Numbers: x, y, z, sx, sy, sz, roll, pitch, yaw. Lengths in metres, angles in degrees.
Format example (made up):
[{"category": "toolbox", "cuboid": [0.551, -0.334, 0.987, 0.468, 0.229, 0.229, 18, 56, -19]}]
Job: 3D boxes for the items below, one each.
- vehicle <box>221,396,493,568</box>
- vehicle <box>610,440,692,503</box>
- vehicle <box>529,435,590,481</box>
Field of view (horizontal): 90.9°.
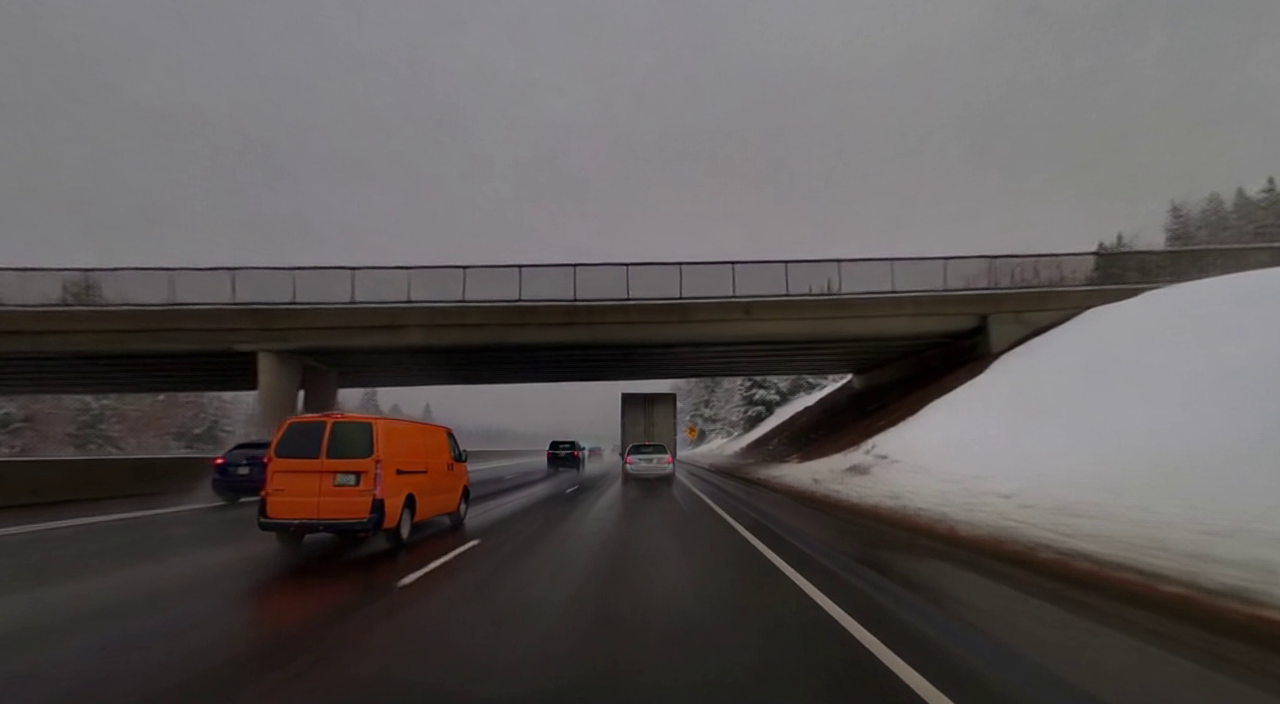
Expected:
[{"category": "vehicle", "cuboid": [-3.587, 1.738, 8.985, 1.951, 1.882, 3.979, 0, -9, 1]}, {"category": "vehicle", "cuboid": [0.252, 3.183, 17.109, 1.991, 1.507, 3.391, 0, -9, -1]}, {"category": "vehicle", "cuboid": [-3.419, 4.616, 27.630, 2.068, 1.862, 4.234, 0, -9, 1]}]
